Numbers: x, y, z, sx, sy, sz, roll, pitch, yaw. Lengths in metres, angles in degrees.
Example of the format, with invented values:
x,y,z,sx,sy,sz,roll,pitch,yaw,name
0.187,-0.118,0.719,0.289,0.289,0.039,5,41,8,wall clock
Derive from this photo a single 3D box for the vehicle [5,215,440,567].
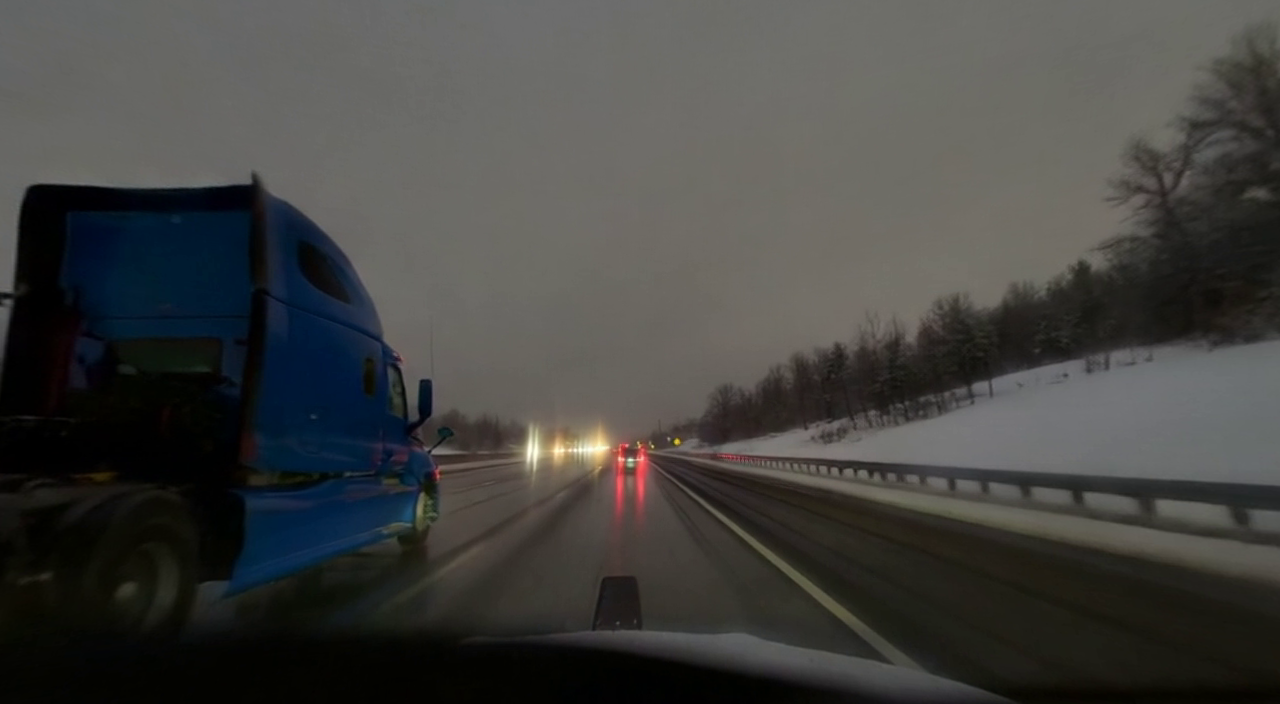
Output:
x,y,z,sx,sy,sz,roll,pitch,yaw,name
-4.209,0.474,7.092,3.036,3.291,2.419,0,-9,-2,vehicle

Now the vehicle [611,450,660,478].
x,y,z,sx,sy,sz,roll,pitch,yaw,name
-0.259,5.921,33.449,2.398,1.336,5.698,0,-9,-1,vehicle
